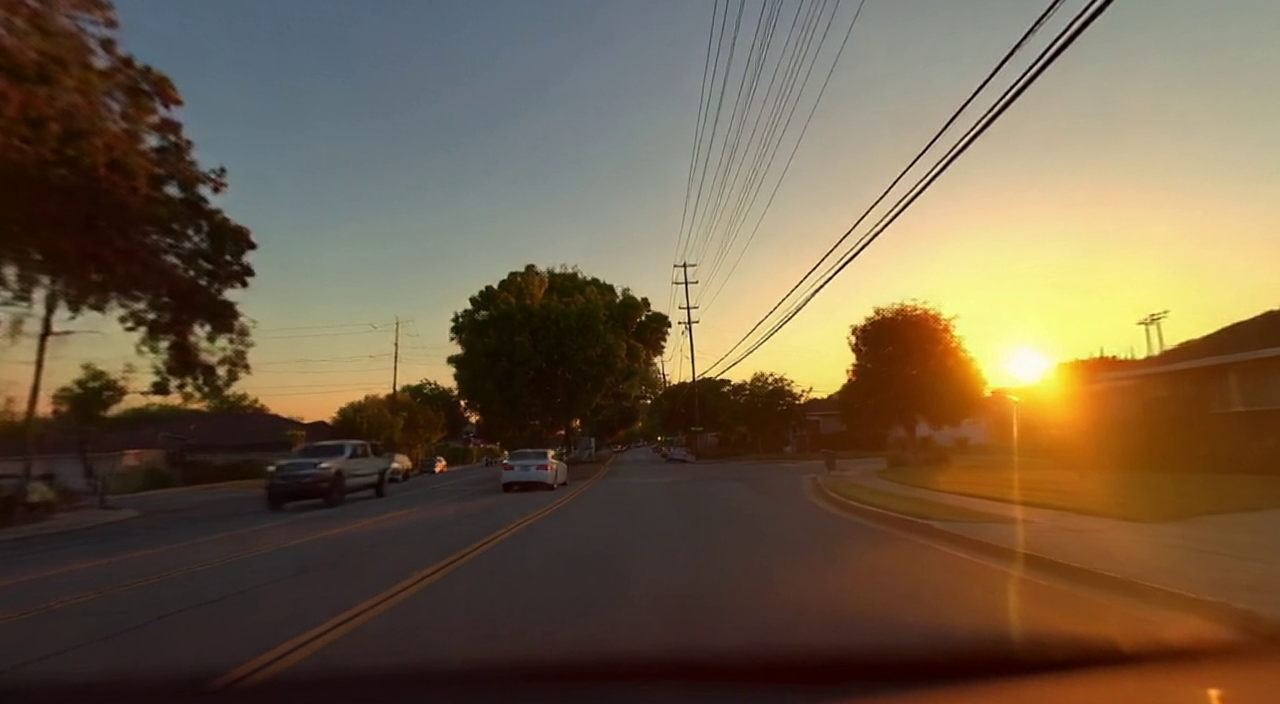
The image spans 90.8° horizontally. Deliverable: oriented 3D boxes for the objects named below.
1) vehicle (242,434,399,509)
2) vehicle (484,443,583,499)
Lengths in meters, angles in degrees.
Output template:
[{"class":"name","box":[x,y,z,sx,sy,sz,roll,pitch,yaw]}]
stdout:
[{"class":"vehicle","box":[-9.594,3.606,19.681,2.115,1.978,5.647,1,-8,-2]},{"class":"vehicle","box":[-3.036,3.503,19.105,2.041,1.471,4.602,0,-8,2]}]
